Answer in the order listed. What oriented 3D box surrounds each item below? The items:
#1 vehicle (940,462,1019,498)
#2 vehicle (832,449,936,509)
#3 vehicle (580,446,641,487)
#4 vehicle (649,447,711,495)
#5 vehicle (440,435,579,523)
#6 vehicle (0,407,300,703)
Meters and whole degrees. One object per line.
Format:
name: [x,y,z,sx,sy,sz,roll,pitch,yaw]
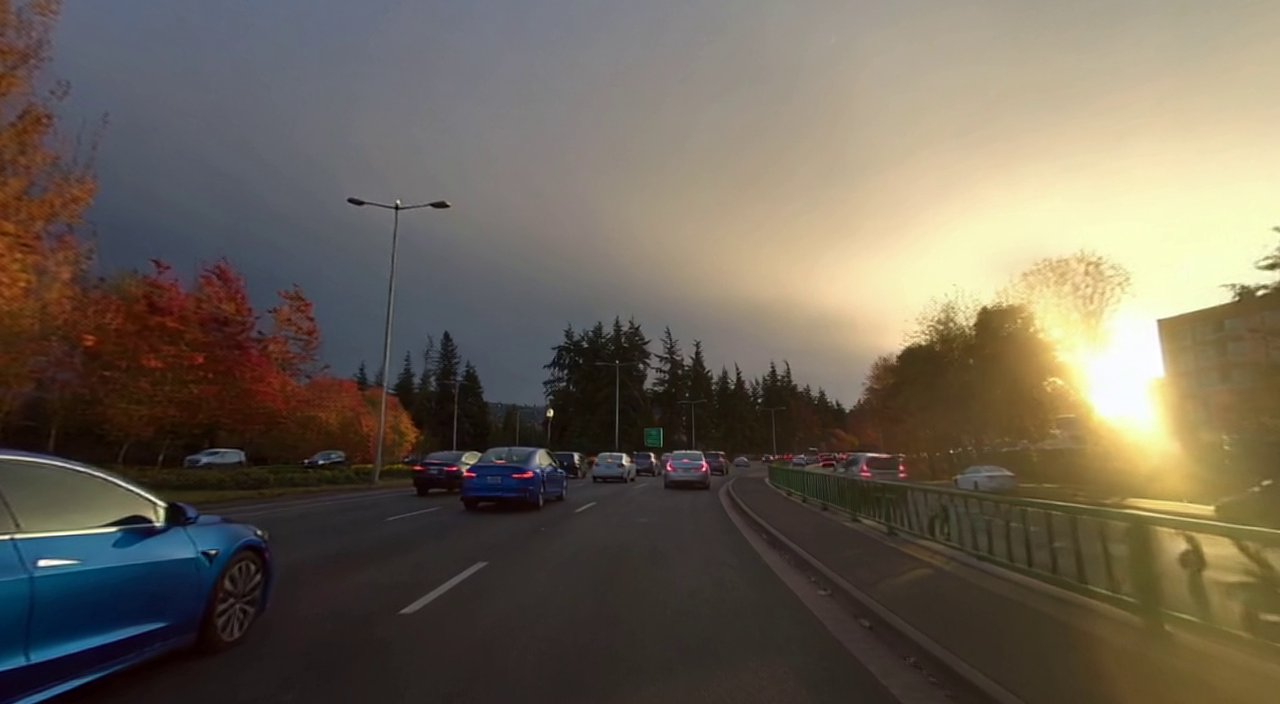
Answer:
vehicle: [16.396,6.179,30.688,1.816,1.481,4.422,-1,-9,7]
vehicle: [7.361,3.821,19.452,1.768,1.634,4.064,0,-9,3]
vehicle: [-1.208,5.034,28.030,1.930,1.635,4.260,-1,-9,8]
vehicle: [1.514,4.201,22.658,2.015,1.506,4.276,0,-9,6]
vehicle: [-2.752,2.796,14.482,1.979,1.663,4.513,0,-9,3]
vehicle: [-3.447,0.939,2.273,1.921,1.503,4.317,0,-9,1]
